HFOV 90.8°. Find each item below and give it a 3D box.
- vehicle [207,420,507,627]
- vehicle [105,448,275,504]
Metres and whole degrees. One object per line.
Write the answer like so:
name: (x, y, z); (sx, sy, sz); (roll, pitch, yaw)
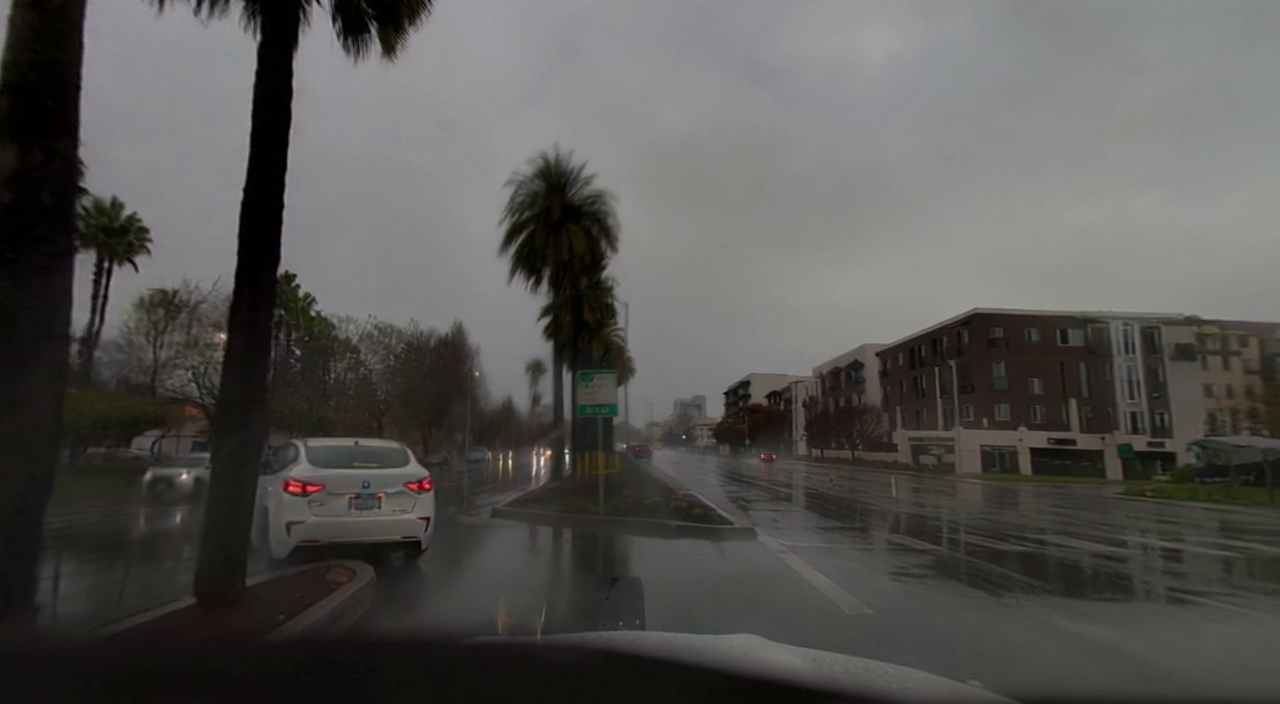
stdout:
vehicle: (-3.357, 1.586, 6.947); (1.986, 1.473, 4.382); (6, -11, -37)
vehicle: (-13.437, 3.694, 19.317); (2.099, 1.464, 4.615); (1, -9, -5)
